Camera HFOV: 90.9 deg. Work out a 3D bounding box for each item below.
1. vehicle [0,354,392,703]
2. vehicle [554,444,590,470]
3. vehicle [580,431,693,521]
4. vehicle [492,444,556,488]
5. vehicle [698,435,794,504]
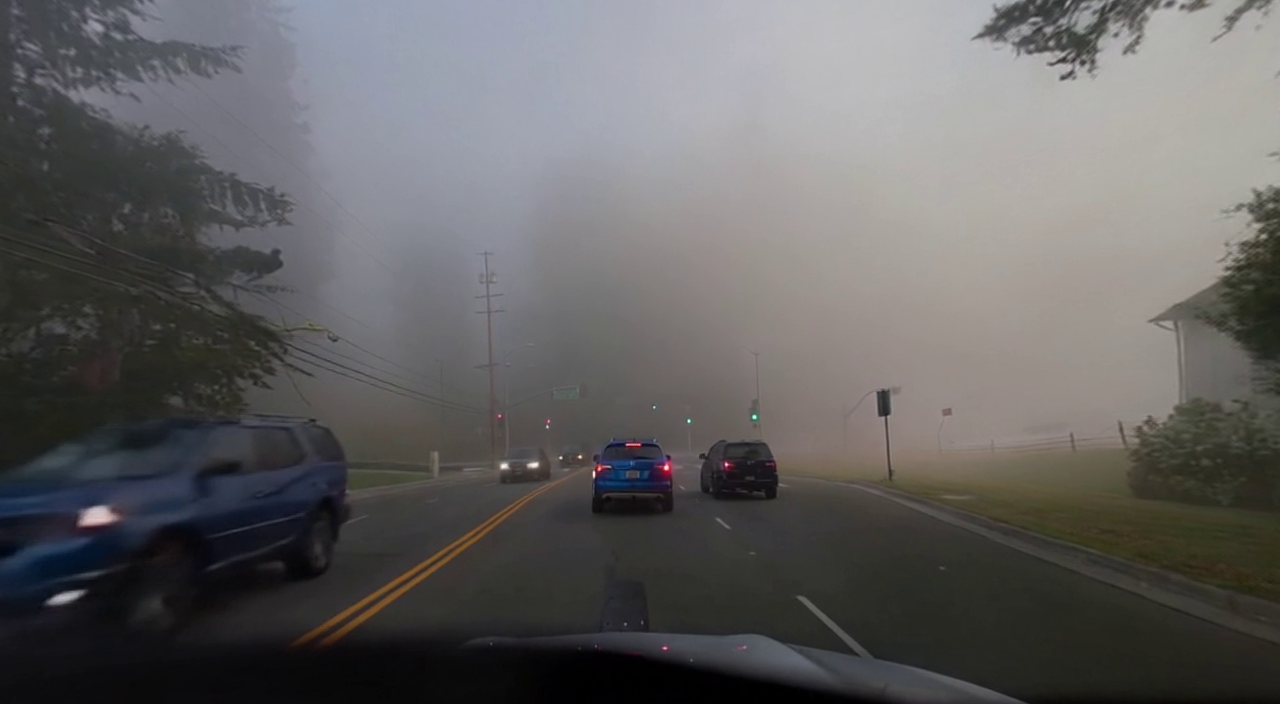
[{"bbox_3d":[-4.519,1.380,6.009,2.138,1.938,5.584,0,-8,-1],"label":"vehicle"},{"bbox_3d":[-5.224,8.158,49.245,2.197,1.882,4.973,0,-8,0],"label":"vehicle"},{"bbox_3d":[-0.113,2.676,14.164,2.151,1.695,4.100,0,-8,-1],"label":"vehicle"},{"bbox_3d":[-4.916,4.837,27.216,2.063,1.727,3.923,0,-8,-1],"label":"vehicle"},{"bbox_3d":[2.918,3.340,18.386,1.967,1.756,4.281,0,-8,-1],"label":"vehicle"}]
